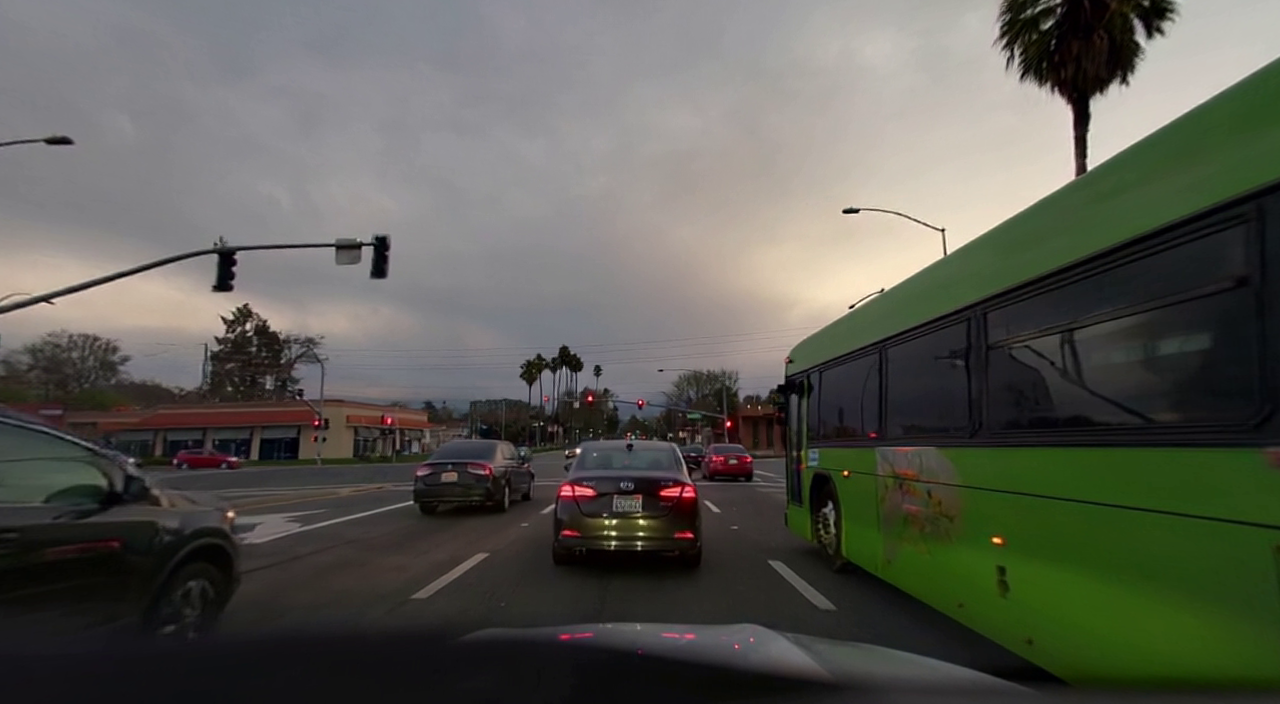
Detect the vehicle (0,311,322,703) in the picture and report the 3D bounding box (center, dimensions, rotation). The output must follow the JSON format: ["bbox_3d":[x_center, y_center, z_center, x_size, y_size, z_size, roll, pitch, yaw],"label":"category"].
[{"bbox_3d":[-3.531,0.734,2.188,2.145,1.824,4.974,0,-9,1],"label":"vehicle"}]

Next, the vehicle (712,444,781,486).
[{"bbox_3d":[4.017,4.329,24.612,1.989,1.467,4.364,0,-9,1],"label":"vehicle"}]

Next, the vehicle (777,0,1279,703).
[{"bbox_3d":[3.612,-0.201,2.772,3.068,4.026,13.534,0,-9,0],"label":"vehicle"}]

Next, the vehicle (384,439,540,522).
[{"bbox_3d":[-3.430,2.550,13.097,1.919,1.415,4.178,0,-9,2],"label":"vehicle"}]

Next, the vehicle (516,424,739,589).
[{"bbox_3d":[-0.138,1.716,7.820,2.060,1.499,3.831,0,-9,-1],"label":"vehicle"}]
